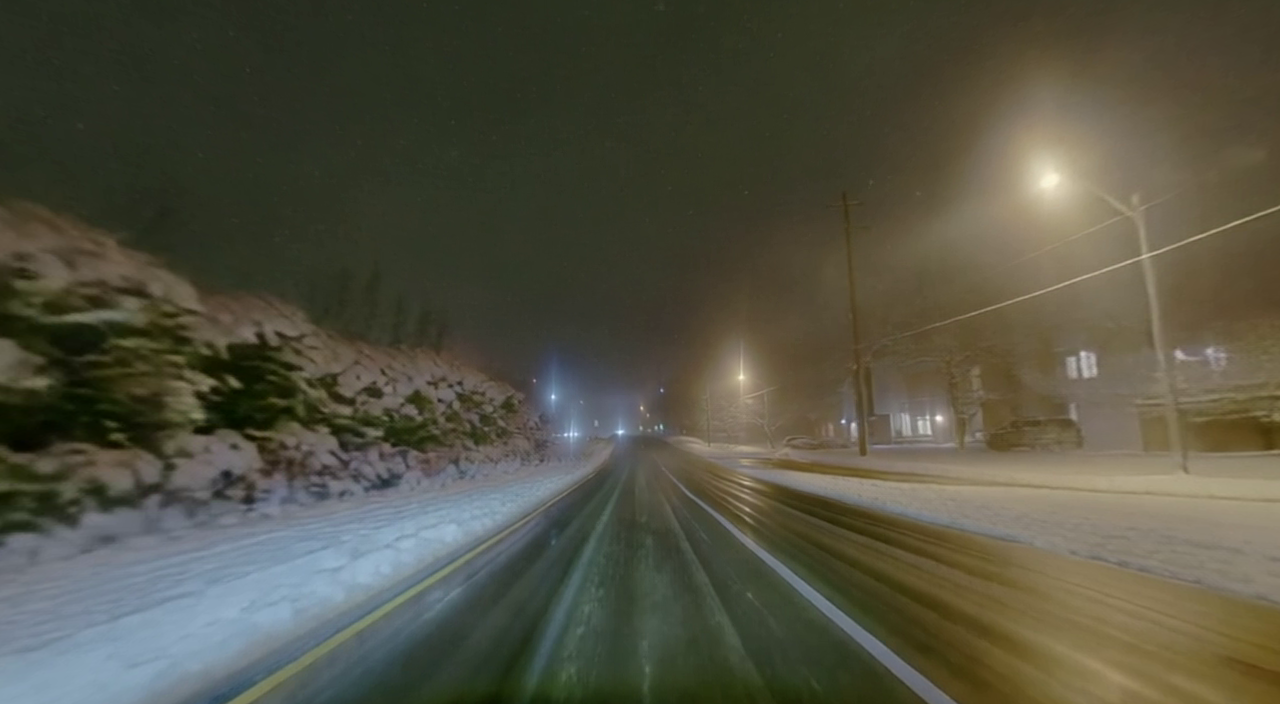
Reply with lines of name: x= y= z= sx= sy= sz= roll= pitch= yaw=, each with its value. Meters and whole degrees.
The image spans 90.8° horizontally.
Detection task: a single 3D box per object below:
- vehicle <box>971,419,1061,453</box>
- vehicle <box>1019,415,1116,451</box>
vehicle: x=23.114 y=5.262 z=39.136 sx=2.206 sy=1.947 sz=5.463 roll=0 pitch=-8 yaw=0
vehicle: x=26.237 y=5.072 z=39.054 sx=2.212 sy=2.073 sz=5.220 roll=0 pitch=-8 yaw=-1
